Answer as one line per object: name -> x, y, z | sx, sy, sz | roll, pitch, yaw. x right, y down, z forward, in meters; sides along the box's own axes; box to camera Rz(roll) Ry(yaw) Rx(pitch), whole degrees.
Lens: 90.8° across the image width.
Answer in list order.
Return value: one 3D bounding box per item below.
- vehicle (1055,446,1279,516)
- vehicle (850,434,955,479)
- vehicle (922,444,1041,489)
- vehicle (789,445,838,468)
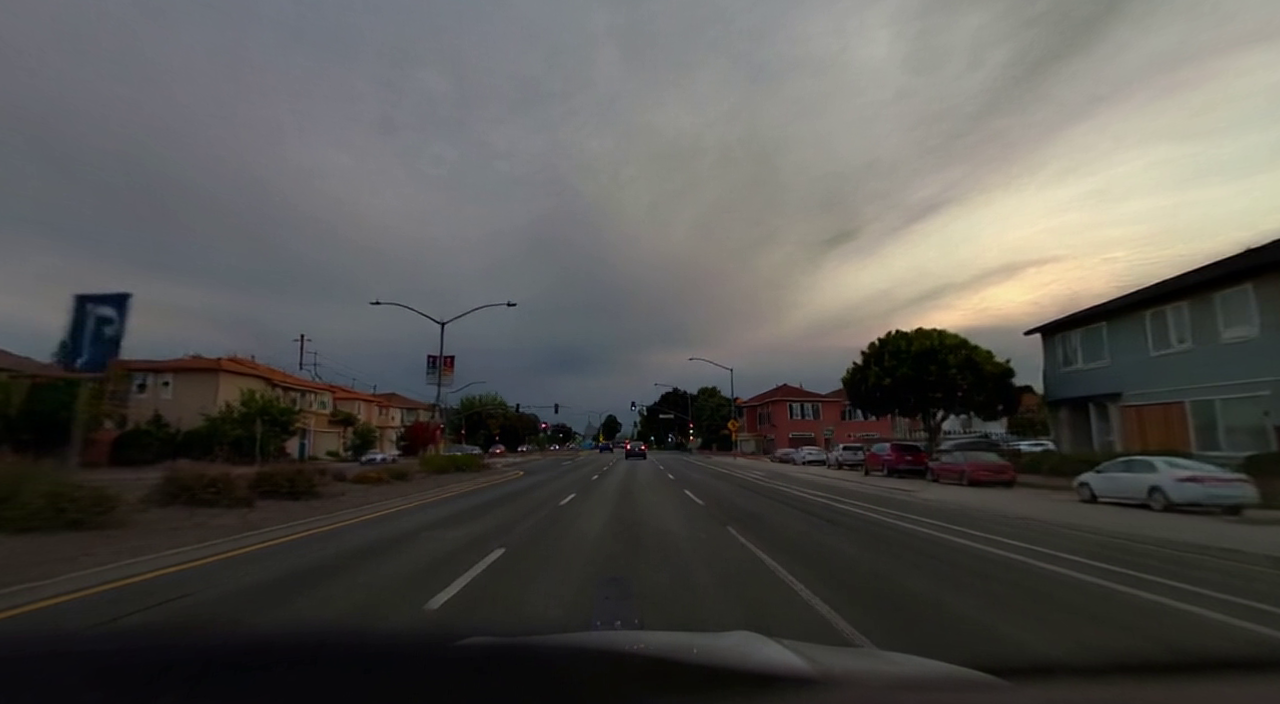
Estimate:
vehicle -> 12.745, 3.051, 15.578 | 1.916, 1.452, 4.651 | 0, -9, 1
vehicle -> 12.557, 5.115, 30.835 | 2.386, 1.919, 6.109 | -1, -10, -1
vehicle -> 12.381, 4.204, 23.320 | 1.836, 1.448, 4.624 | -1, -9, 1
vehicle -> 12.296, 7.409, 45.008 | 2.128, 1.467, 4.987 | 0, -9, 1
